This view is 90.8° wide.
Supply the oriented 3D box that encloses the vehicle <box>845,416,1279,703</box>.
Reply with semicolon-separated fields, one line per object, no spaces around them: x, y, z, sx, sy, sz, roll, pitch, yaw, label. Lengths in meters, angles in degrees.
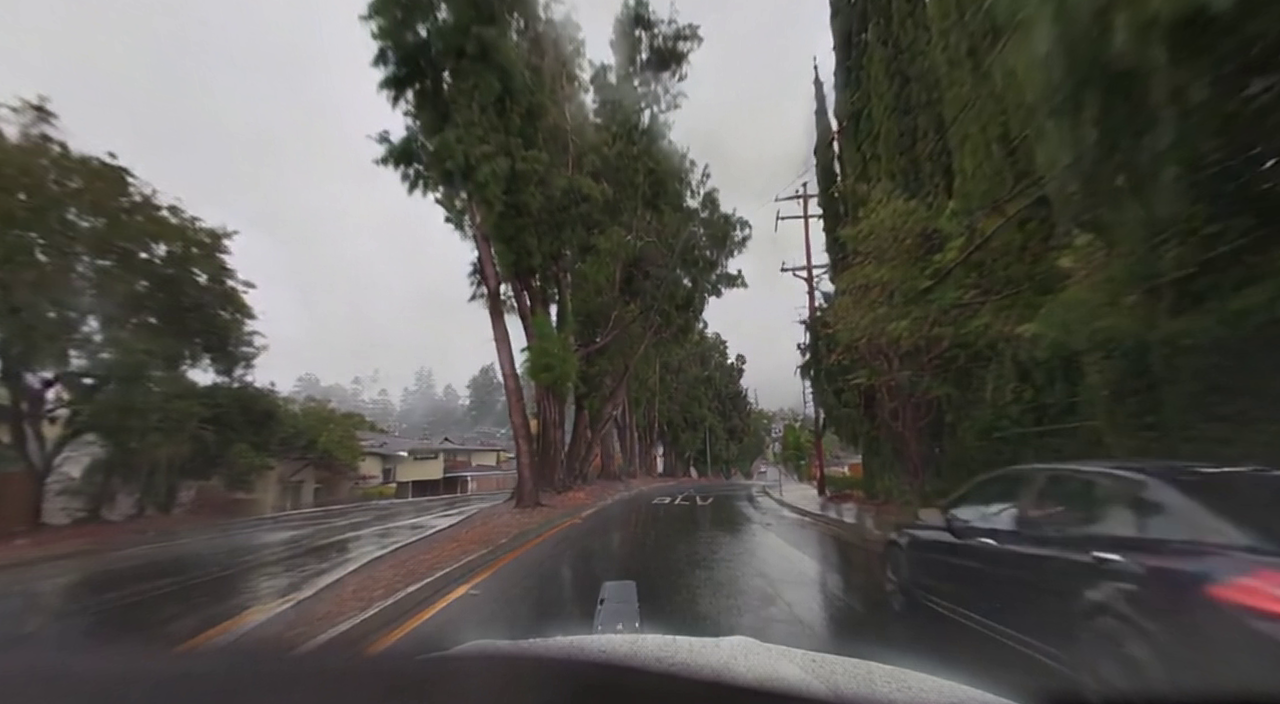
3.108;1.249;3.847;1.965;1.486;4.582;0;-10;-3;vehicle
